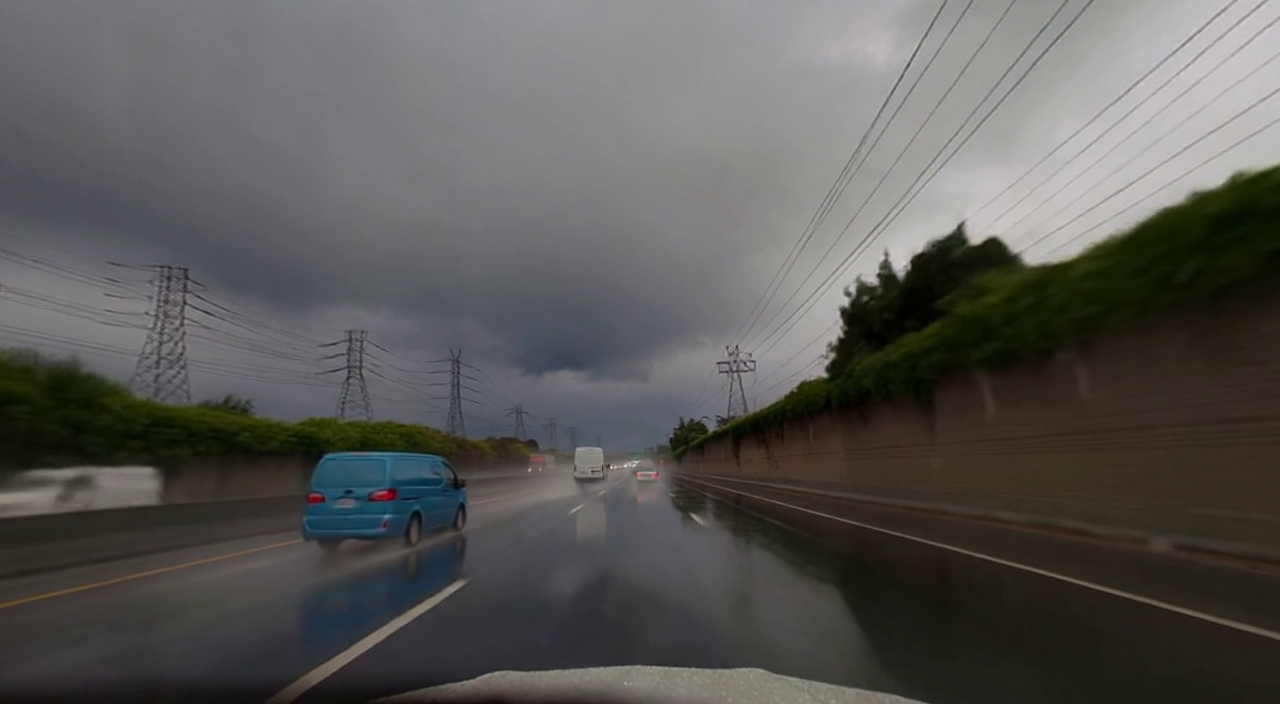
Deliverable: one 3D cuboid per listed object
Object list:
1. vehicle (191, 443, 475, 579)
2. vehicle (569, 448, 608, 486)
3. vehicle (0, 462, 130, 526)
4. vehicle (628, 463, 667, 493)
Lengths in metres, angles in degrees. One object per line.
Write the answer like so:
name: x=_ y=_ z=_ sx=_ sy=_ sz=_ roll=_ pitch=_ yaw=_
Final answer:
vehicle: x=-4.202 y=2.289 z=9.716 sx=2.023 sy=1.541 sz=4.543 roll=1 pitch=-11 yaw=1
vehicle: x=-3.808 y=8.745 z=47.790 sx=2.394 sy=2.609 sz=6.875 roll=1 pitch=-11 yaw=0
vehicle: x=-15.595 y=3.561 z=16.089 sx=1.808 sy=1.440 sz=3.961 roll=1 pitch=-11 yaw=-2
vehicle: x=0.369 y=7.005 z=35.120 sx=2.006 sy=1.554 sz=3.863 roll=1 pitch=-11 yaw=-1
